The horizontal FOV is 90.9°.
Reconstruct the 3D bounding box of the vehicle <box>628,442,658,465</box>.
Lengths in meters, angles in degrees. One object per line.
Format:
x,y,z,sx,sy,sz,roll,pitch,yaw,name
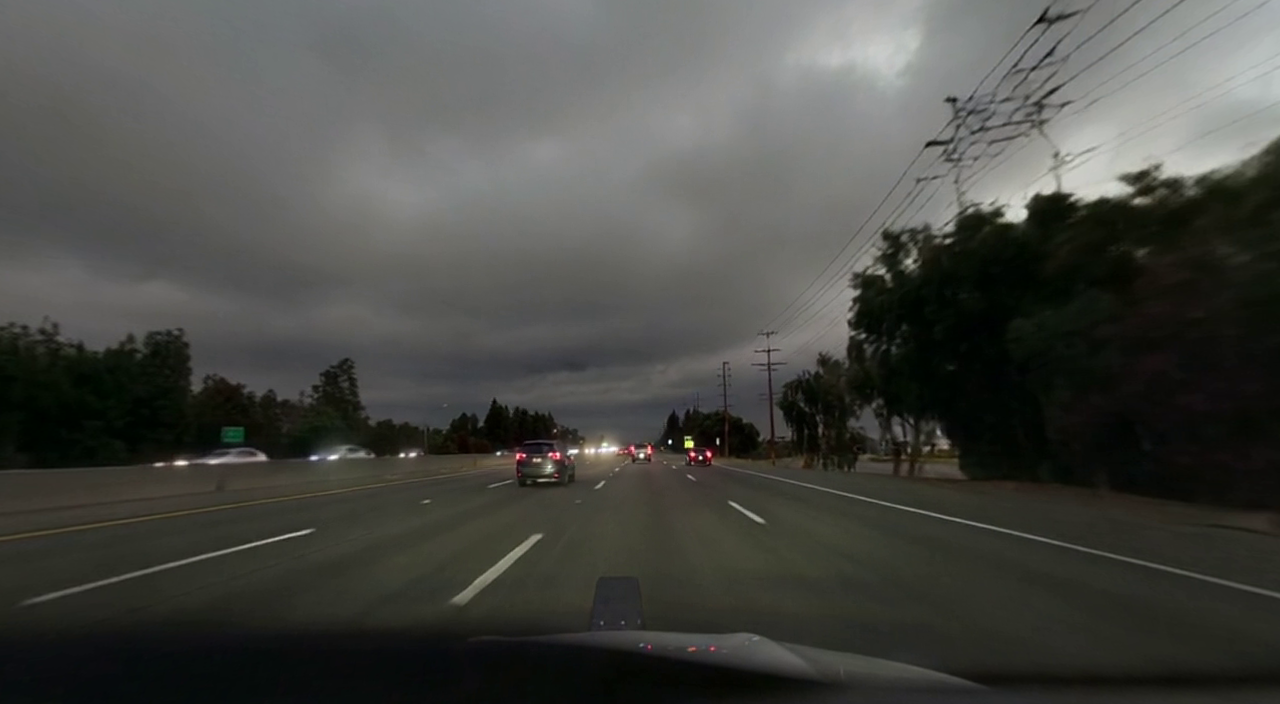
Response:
0.247,7.721,47.941,2.156,1.647,3.987,0,-8,0,vehicle

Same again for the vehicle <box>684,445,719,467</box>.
4.254,7.283,44.380,1.964,1.479,4.252,0,-8,-1,vehicle

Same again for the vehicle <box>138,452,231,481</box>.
-25.422,6.376,35.433,1.903,1.461,4.454,0,-8,0,vehicle

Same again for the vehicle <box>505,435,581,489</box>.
-3.290,3.810,22.198,1.961,1.704,4.052,0,-8,1,vehicle

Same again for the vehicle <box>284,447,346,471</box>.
-21.907,7.193,42.724,1.829,1.515,4.325,0,-8,0,vehicle
